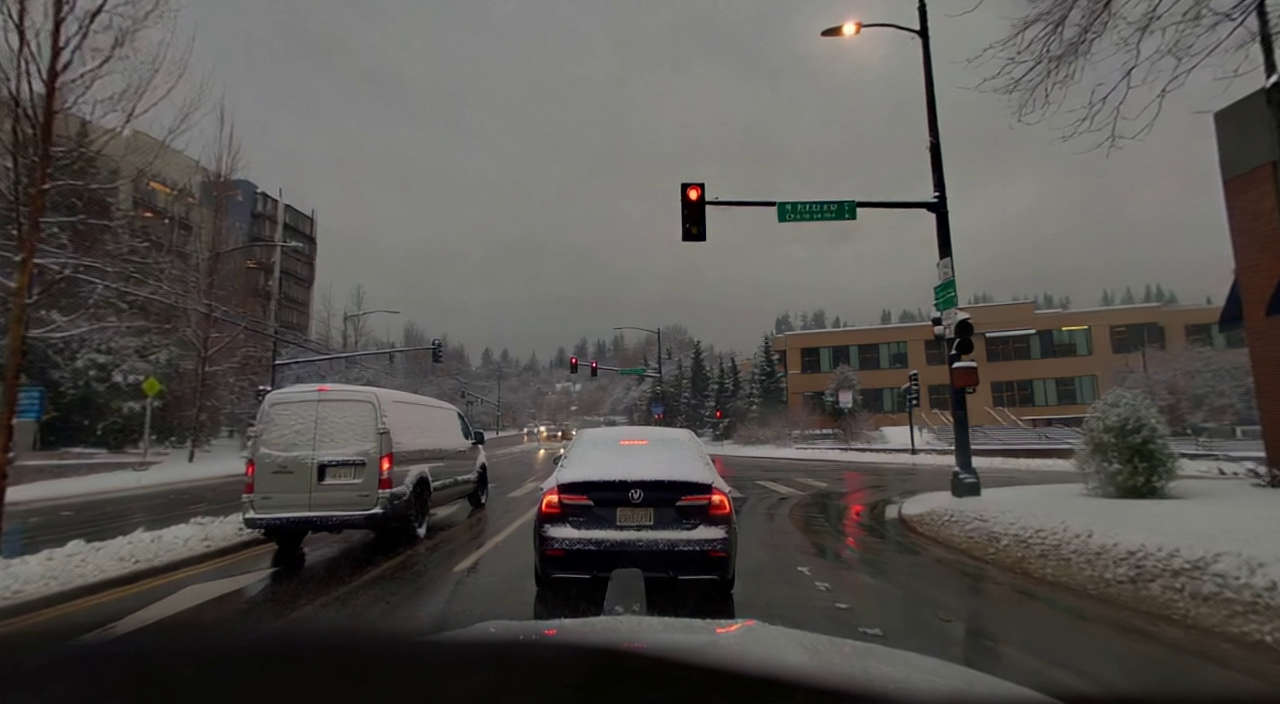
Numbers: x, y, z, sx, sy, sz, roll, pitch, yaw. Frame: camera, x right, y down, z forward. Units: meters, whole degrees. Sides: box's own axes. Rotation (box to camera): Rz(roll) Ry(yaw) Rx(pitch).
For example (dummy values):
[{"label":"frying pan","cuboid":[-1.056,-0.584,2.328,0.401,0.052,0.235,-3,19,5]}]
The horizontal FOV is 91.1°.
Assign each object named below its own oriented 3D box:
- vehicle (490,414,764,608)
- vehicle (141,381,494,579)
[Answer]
[{"label":"vehicle","cuboid":[-0.106,1.464,6.783,2.064,1.452,3.942,0,-8,0]},{"label":"vehicle","cuboid":[-3.577,1.513,8.424,2.076,1.820,5.100,0,-8,-1]}]
